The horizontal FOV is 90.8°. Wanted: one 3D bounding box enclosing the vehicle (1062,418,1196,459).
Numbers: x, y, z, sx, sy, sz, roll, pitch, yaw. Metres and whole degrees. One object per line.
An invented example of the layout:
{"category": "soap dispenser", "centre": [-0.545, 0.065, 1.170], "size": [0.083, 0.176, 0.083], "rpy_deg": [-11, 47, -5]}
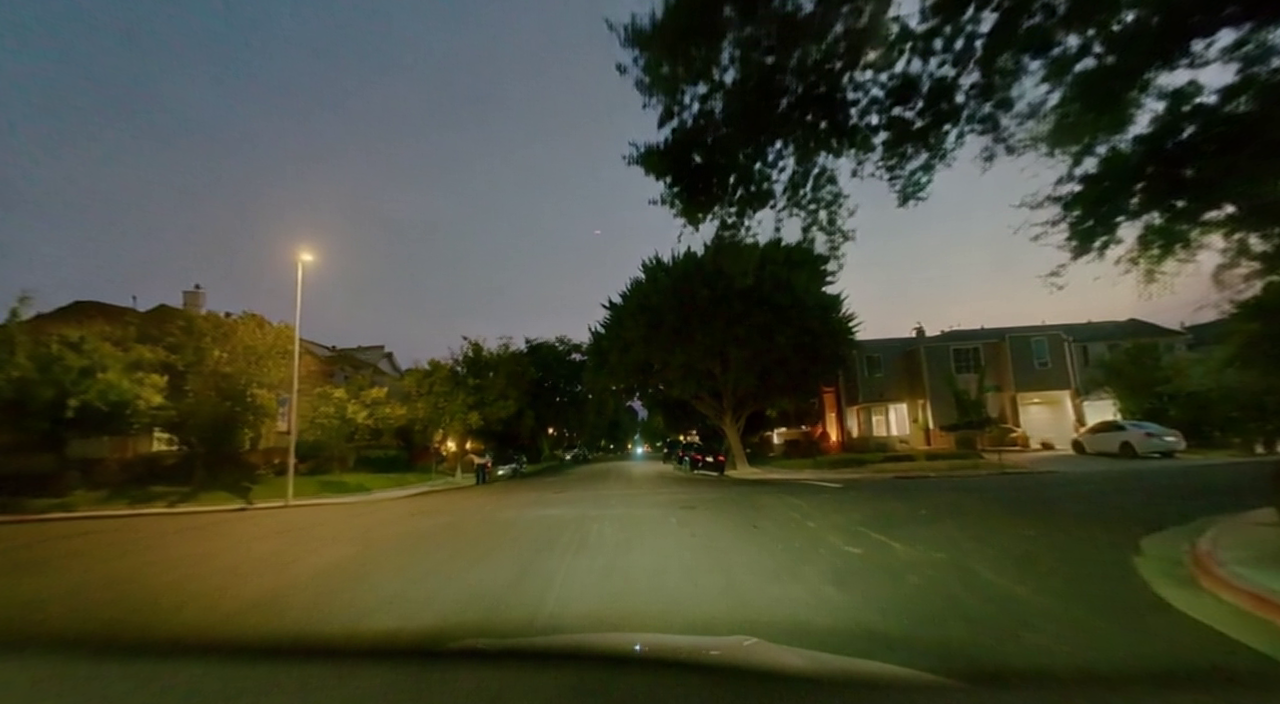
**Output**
{"category": "vehicle", "centre": [19.414, 3.499, 25.387], "size": [1.839, 1.466, 4.486], "rpy_deg": [0, -8, 0]}

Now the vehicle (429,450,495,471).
{"category": "vehicle", "centre": [-13.480, 8.226, 48.109], "size": [4.423, 1.522, 1.961], "rpy_deg": [0, -9, -1]}

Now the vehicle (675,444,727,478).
{"category": "vehicle", "centre": [2.862, 5.208, 30.438], "size": [1.881, 1.487, 4.183], "rpy_deg": [0, -9, -3]}
